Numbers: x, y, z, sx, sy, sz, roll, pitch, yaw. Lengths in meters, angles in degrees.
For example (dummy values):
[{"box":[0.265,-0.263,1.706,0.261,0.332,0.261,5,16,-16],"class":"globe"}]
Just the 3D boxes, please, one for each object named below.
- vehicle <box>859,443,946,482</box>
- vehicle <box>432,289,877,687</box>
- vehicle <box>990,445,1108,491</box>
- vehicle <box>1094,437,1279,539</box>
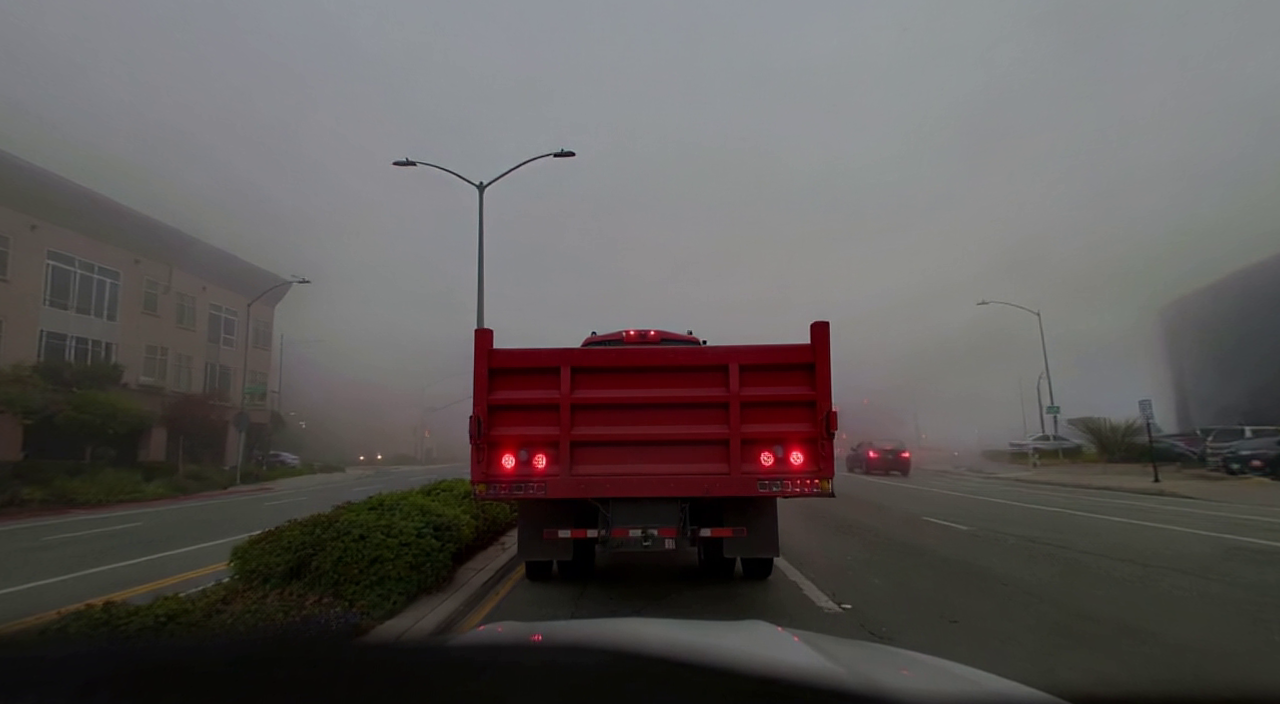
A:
[{"box":[10.817,4.563,26.290,1.907,1.465,4.077,-1,-8,1],"class":"vehicle"},{"box":[0.231,1.302,7.389,2.650,2.391,7.008,-1,-8,3],"class":"vehicle"},{"box":[14.273,4.024,22.256,1.702,1.475,3.670,-1,-8,1],"class":"vehicle"},{"box":[10.365,2.170,10.540,2.071,1.477,4.726,-1,-8,1],"class":"vehicle"}]
